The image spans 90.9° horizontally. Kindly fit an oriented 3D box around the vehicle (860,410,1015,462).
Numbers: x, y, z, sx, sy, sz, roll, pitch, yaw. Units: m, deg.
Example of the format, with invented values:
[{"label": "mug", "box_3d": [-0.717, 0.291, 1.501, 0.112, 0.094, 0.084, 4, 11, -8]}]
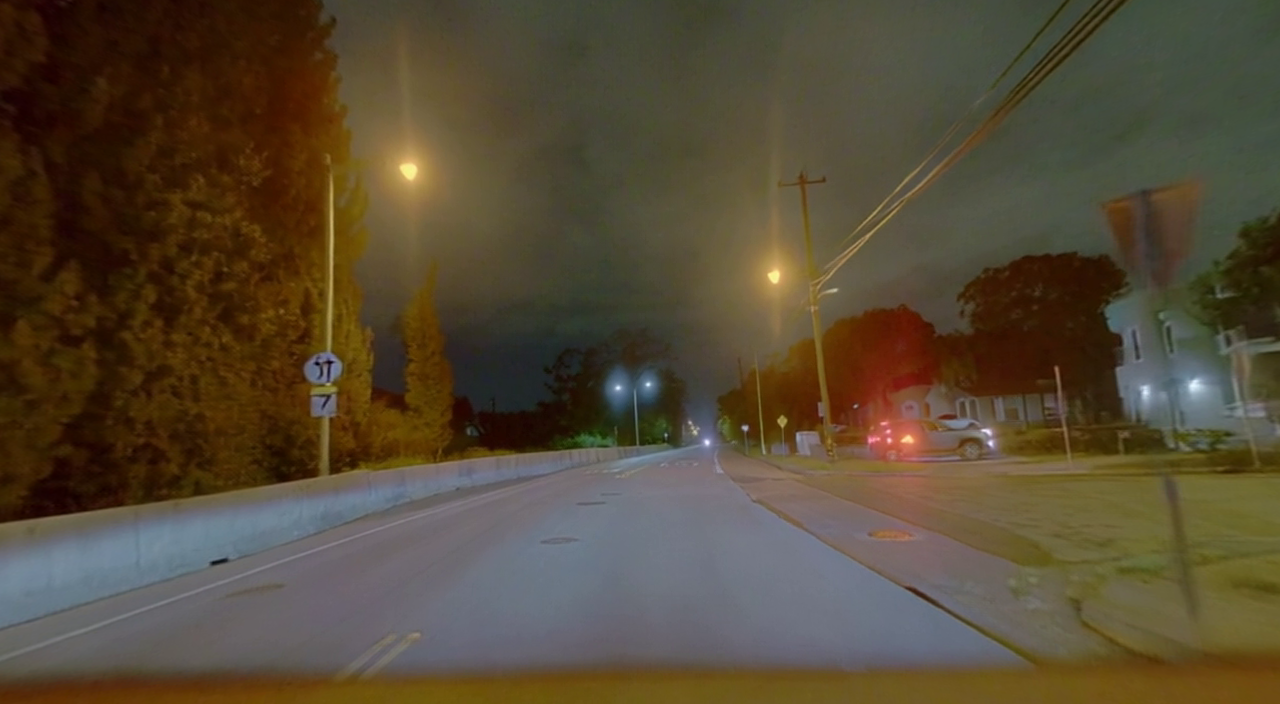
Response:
[{"label": "vehicle", "box_3d": [10.617, 3.072, 22.839, 4.614, 1.764, 1.860, -1, -8, 6]}]
